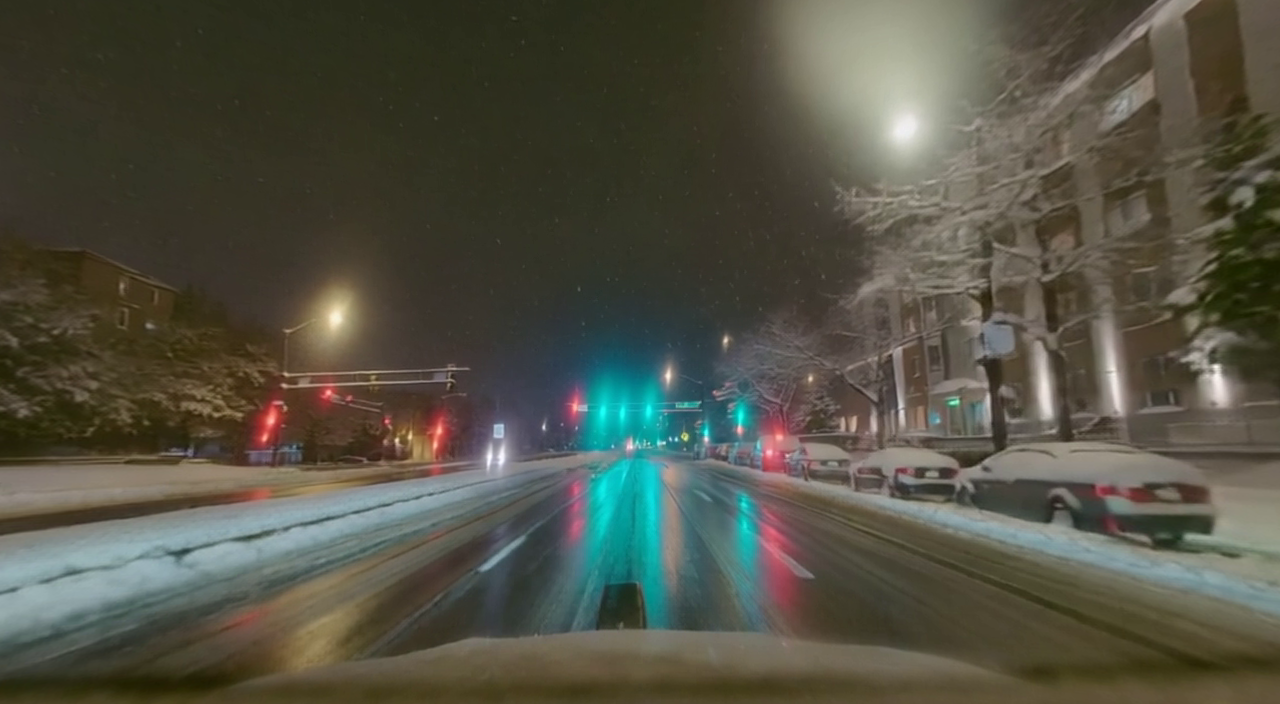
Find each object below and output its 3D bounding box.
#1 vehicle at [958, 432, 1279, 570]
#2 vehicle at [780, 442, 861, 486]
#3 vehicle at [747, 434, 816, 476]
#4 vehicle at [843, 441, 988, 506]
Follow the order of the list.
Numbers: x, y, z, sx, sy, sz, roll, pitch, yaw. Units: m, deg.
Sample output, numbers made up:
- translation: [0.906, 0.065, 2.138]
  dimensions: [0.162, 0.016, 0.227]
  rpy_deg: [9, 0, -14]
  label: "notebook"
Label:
- translation: [6.924, 2.023, 9.440]
  dimensions: [1.884, 1.523, 4.746]
  rpy_deg: [0, -9, 2]
  label: "vehicle"
- translation: [6.867, 4.303, 24.443]
  dimensions: [1.863, 1.512, 4.525]
  rpy_deg: [0, -9, 1]
  label: "vehicle"
- translation: [6.800, 5.042, 30.839]
  dimensions: [2.169, 1.876, 4.931]
  rpy_deg: [0, -9, -1]
  label: "vehicle"
- translation: [7.033, 3.134, 16.633]
  dimensions: [1.864, 1.466, 4.352]
  rpy_deg: [0, -9, 0]
  label: "vehicle"
